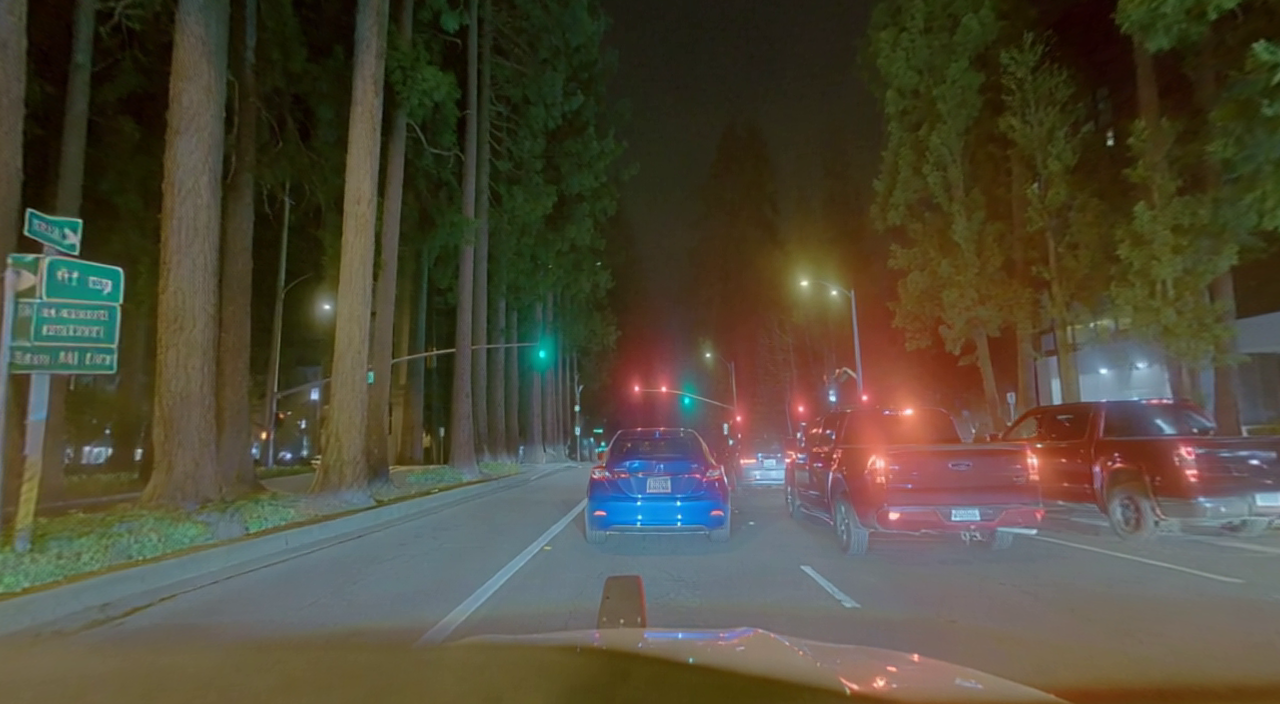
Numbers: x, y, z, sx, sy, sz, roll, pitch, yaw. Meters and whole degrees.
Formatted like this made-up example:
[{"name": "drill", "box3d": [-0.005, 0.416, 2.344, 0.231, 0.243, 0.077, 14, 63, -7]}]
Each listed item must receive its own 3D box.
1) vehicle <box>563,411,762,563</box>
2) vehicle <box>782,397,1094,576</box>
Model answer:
[{"name": "vehicle", "box3d": [0.252, 1.775, 8.961, 2.168, 1.641, 4.039, 0, -8, 0]}, {"name": "vehicle", "box3d": [3.394, 1.628, 8.360, 2.099, 1.725, 4.290, 0, -8, 1]}]
